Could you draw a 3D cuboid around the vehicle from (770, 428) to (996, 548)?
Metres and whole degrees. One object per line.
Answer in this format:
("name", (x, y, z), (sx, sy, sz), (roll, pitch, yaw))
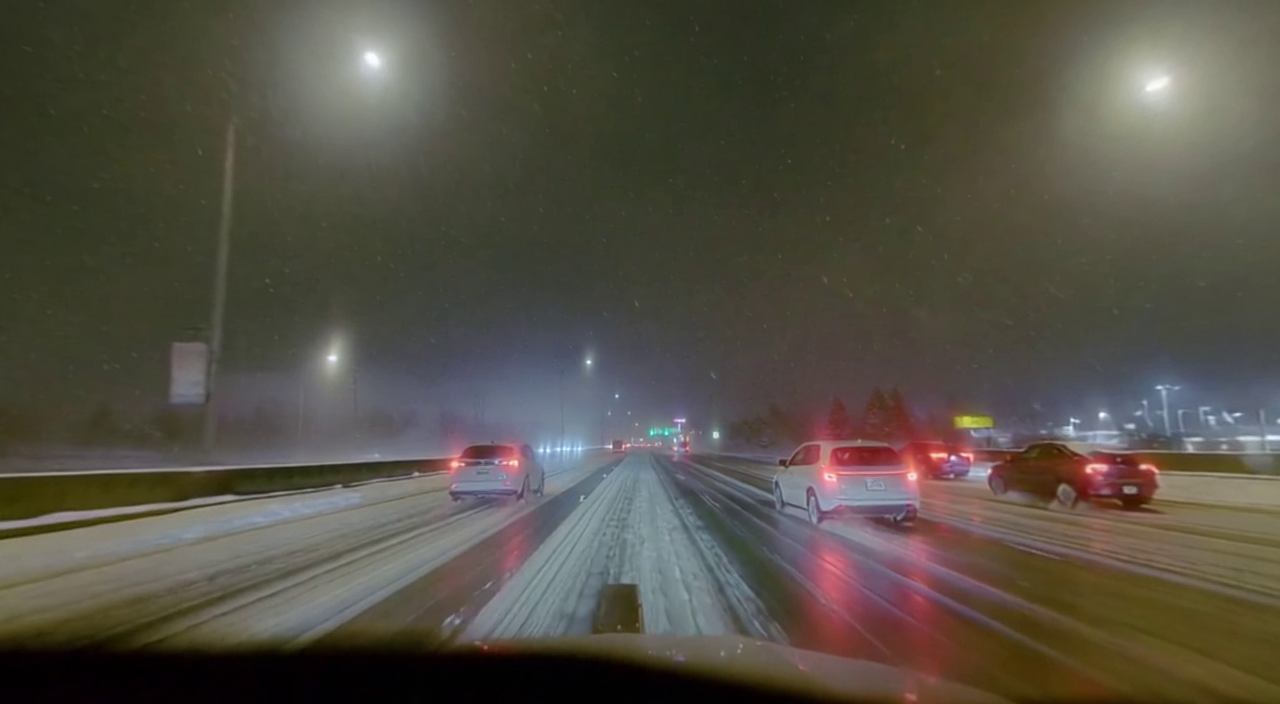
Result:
("vehicle", (3.543, 2.047, 10.175), (1.961, 1.504, 4.094), (0, -8, -1))

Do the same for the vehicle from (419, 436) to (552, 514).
("vehicle", (-3.407, 2.790, 14.829), (1.975, 1.536, 4.295), (0, -8, 1))

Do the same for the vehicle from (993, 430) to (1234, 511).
("vehicle", (10.323, 2.605, 14.342), (2.019, 1.529, 4.385), (0, -8, -1))
